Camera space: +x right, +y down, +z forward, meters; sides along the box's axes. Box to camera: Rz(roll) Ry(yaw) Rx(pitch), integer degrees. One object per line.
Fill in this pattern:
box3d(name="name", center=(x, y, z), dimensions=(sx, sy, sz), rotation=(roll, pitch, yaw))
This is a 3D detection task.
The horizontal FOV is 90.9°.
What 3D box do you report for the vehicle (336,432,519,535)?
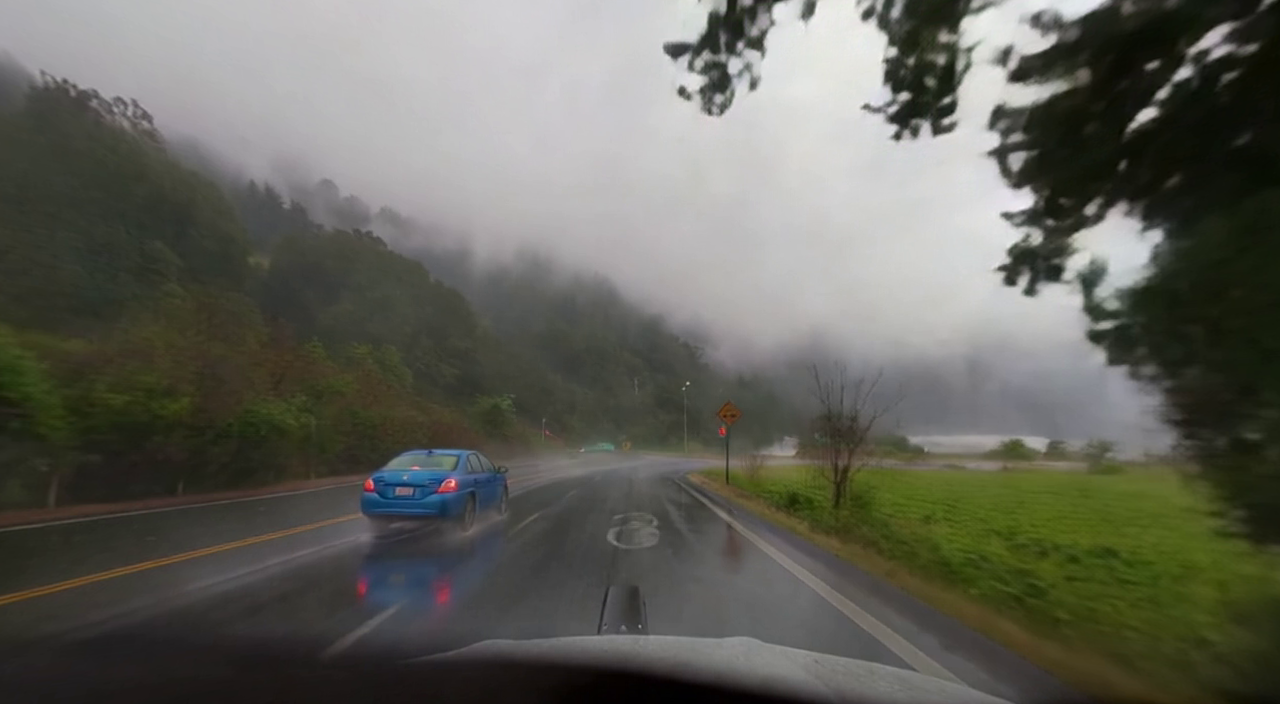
box3d(name="vehicle", center=(-3.747, 2.402, 12.014), dimensions=(2.078, 1.607, 3.959), rotation=(0, -9, 0))
